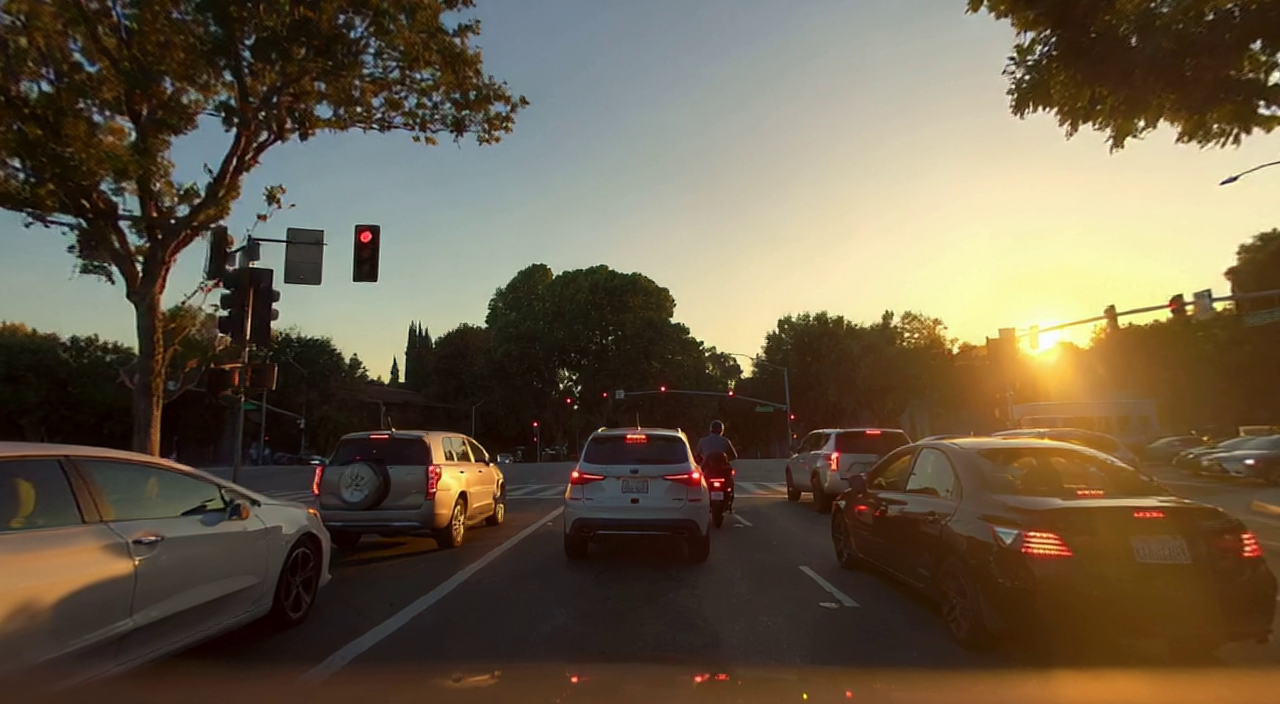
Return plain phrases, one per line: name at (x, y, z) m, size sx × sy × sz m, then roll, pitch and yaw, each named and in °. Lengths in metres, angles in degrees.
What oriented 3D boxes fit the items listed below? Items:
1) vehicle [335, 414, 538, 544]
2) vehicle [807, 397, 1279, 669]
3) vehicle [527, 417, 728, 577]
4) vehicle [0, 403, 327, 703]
vehicle at (-3.221, 2.119, 11.165) m, size 2.048 × 1.805 × 4.405 m, roll 0°, pitch -8°, yaw 1°
vehicle at (3.231, 1.444, 6.193) m, size 2.006 × 1.659 × 4.462 m, roll 0°, pitch -8°, yaw 1°
vehicle at (-0.097, 1.799, 8.551) m, size 2.106 × 1.655 × 3.717 m, roll 0°, pitch -8°, yaw 1°
vehicle at (-3.347, 0.947, 2.365) m, size 1.863 × 1.495 × 4.667 m, roll 0°, pitch -8°, yaw 2°
